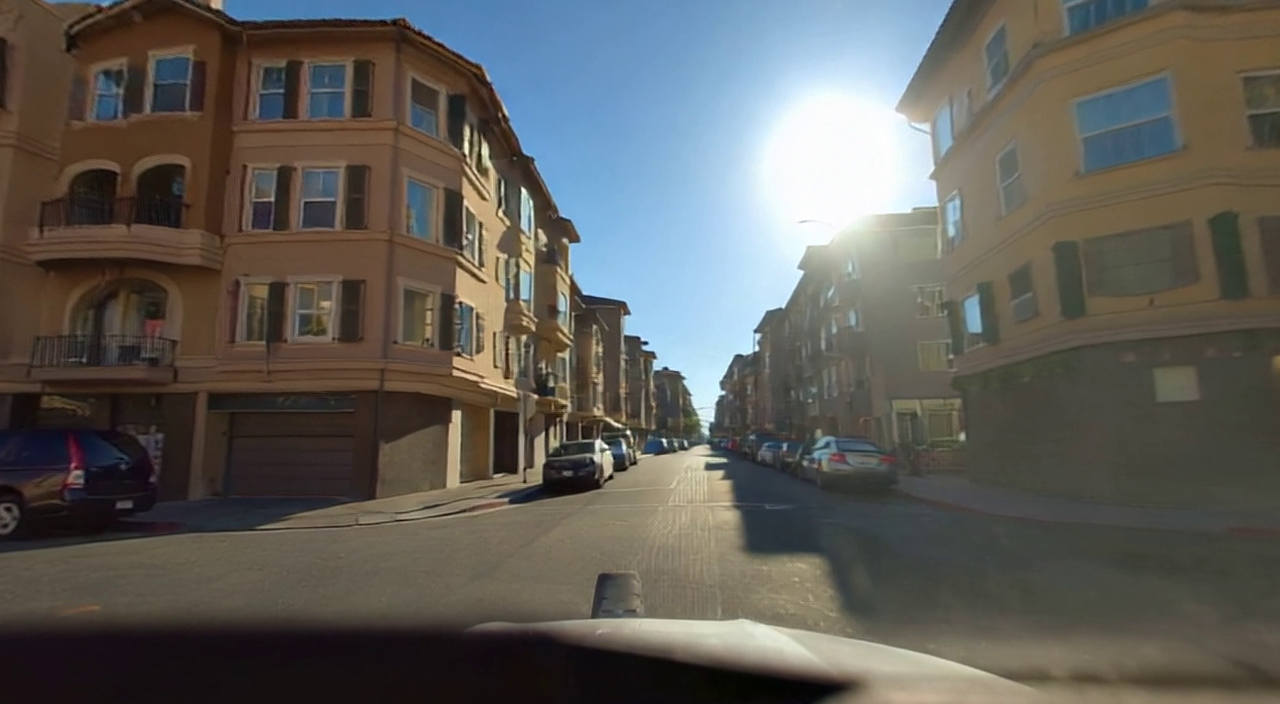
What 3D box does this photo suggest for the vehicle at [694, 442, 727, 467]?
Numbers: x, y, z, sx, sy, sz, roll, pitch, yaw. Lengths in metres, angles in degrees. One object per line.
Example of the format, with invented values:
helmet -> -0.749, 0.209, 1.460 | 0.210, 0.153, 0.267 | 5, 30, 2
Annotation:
vehicle -> 5.228, 7.542, 46.679 | 2.341, 1.675, 4.360 | -1, -8, 6

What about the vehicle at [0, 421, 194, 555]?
vehicle -> -9.475, 1.857, 9.068 | 4.679, 1.631, 2.025 | -1, -8, 6

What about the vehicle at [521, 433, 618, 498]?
vehicle -> -1.672, 2.830, 16.188 | 1.882, 1.459, 3.518 | -1, -8, 3

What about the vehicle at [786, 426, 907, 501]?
vehicle -> 4.798, 2.611, 15.217 | 1.868, 1.544, 3.869 | -1, -8, 4
